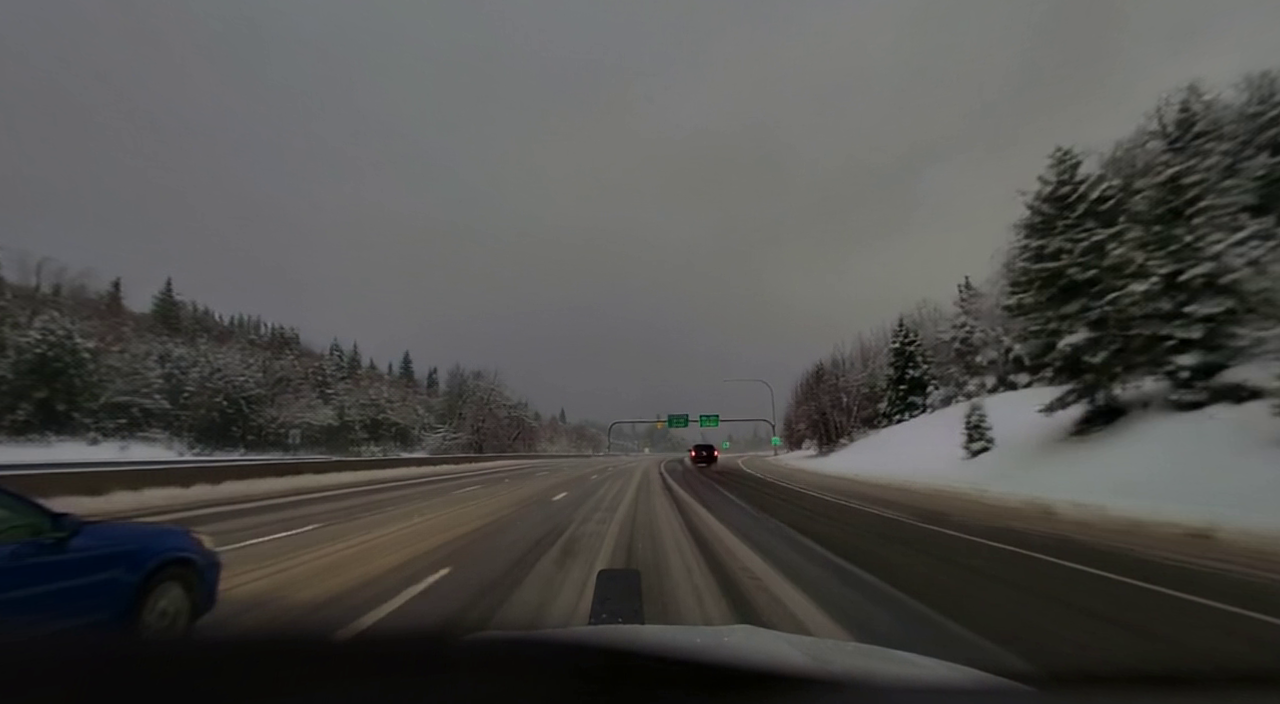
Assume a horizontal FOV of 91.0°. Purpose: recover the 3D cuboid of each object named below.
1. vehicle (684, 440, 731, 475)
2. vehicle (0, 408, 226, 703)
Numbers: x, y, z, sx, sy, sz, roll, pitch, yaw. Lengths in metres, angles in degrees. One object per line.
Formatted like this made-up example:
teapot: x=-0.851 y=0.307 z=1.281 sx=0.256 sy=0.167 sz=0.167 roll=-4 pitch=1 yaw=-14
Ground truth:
vehicle: x=3.772 y=5.985 z=35.794 sx=2.225 sy=1.833 sz=4.340 roll=0 pitch=-9 yaw=1
vehicle: x=-3.505 y=0.840 z=1.567 sx=1.937 sy=1.490 sz=4.372 roll=0 pitch=-9 yaw=0
